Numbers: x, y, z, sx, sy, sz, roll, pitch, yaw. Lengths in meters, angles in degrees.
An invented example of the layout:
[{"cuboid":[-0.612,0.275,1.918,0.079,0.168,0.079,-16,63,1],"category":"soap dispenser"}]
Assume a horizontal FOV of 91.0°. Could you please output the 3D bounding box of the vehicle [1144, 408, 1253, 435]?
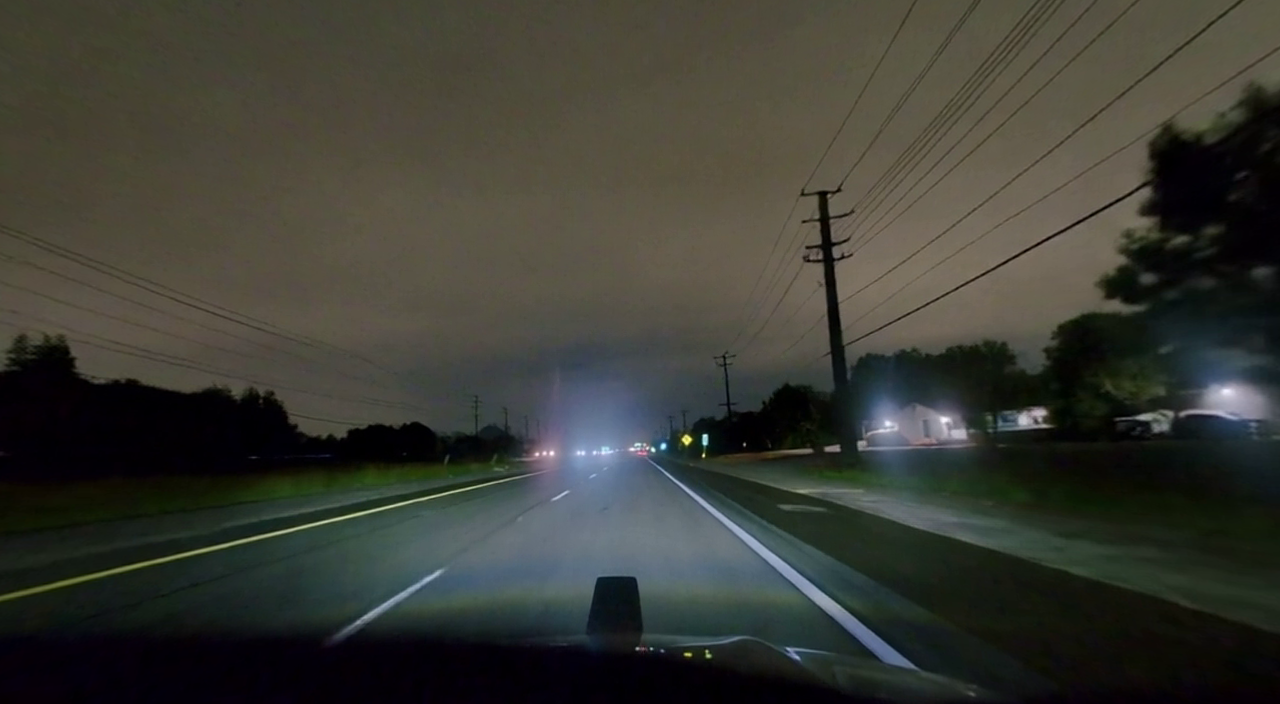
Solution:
[{"cuboid":[41.640,5.287,47.186,5.631,1.821,2.168,-5,-10,30],"category":"vehicle"}]
